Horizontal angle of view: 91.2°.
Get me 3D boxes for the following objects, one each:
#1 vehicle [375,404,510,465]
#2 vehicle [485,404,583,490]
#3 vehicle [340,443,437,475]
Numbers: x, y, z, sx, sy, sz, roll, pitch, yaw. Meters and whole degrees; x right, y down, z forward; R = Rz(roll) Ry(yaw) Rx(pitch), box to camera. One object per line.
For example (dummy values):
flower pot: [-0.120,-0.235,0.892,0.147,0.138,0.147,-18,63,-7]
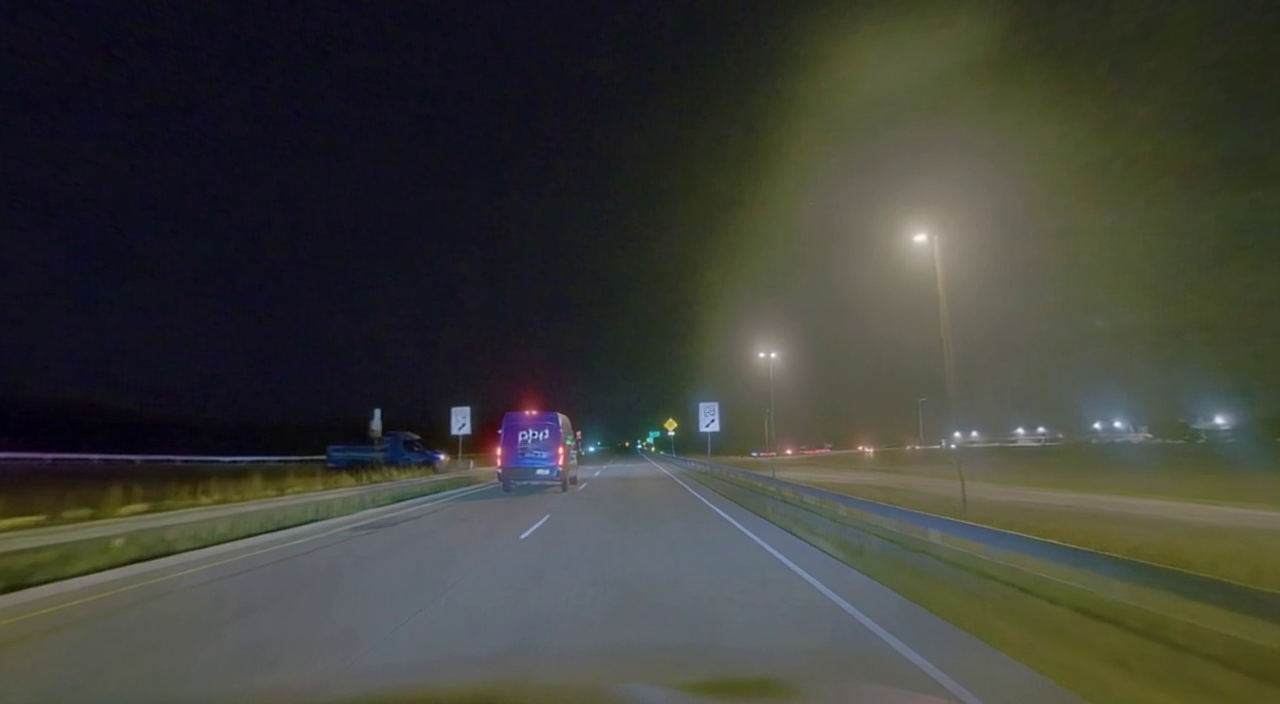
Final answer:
vehicle: [-14.379,6.074,45.429,10.047,3.953,3.340,-6,-10,31]
vehicle: [-3.617,3.507,23.118,2.463,2.640,7.034,0,-9,-1]
vehicle: [-12.901,5.504,32.460,4.396,1.557,1.952,2,-9,-14]
